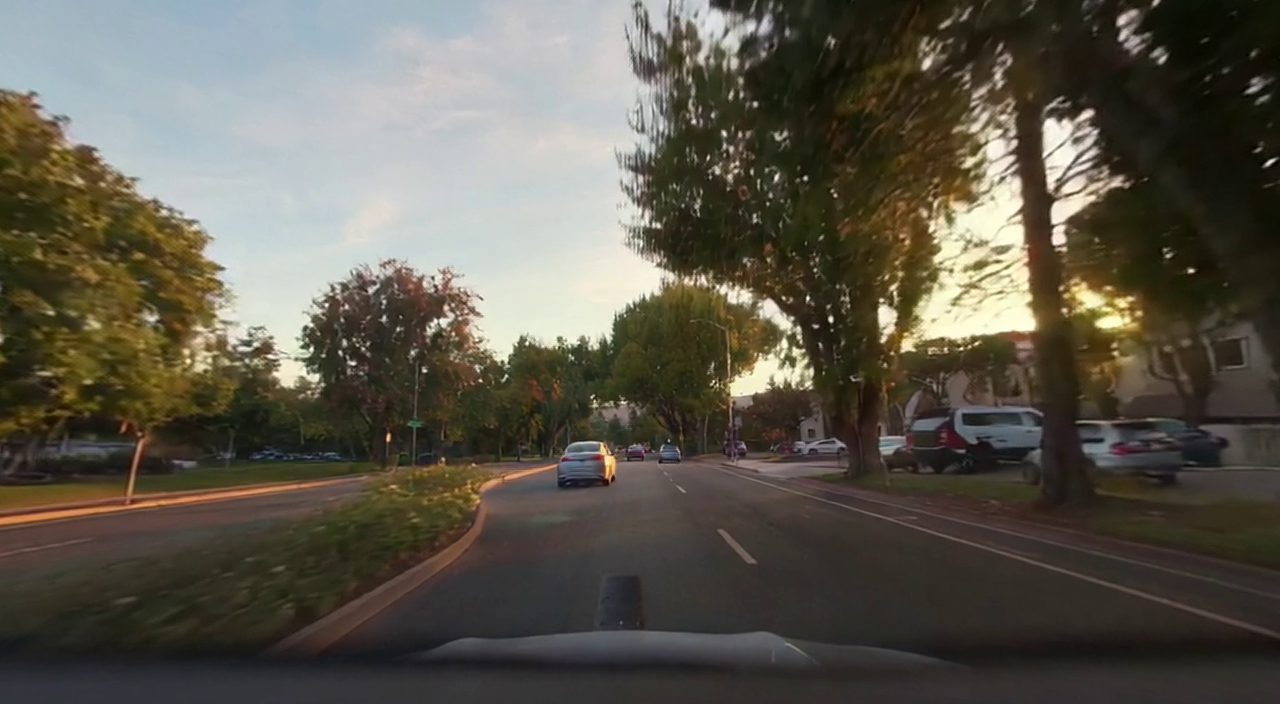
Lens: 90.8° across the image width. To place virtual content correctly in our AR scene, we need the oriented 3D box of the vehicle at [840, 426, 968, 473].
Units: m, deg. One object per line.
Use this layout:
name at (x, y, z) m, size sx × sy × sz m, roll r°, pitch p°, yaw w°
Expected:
vehicle at (11.327, 4.214, 27.295) m, size 4.560 × 1.842 × 2.048 m, roll -9°, pitch -12°, yaw 43°

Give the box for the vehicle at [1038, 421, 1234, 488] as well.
vehicle at (12.028, 2.483, 15.462) m, size 1.740 × 1.431 × 3.431 m, roll 8°, pitch -11°, yaw -42°

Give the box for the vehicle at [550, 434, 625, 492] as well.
vehicle at (-1.754, 3.650, 21.229) m, size 2.205 × 1.706 × 4.904 m, roll 1°, pitch -8°, yaw -5°

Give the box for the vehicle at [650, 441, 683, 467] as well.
vehicle at (1.685, 6.753, 41.884) m, size 2.003 × 1.614 × 4.072 m, roll 0°, pitch -8°, yaw 0°

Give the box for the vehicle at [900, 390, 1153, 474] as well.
vehicle at (11.781, 2.573, 19.749) m, size 2.483 × 2.209 × 6.171 m, roll 8°, pitch -12°, yaw -43°
